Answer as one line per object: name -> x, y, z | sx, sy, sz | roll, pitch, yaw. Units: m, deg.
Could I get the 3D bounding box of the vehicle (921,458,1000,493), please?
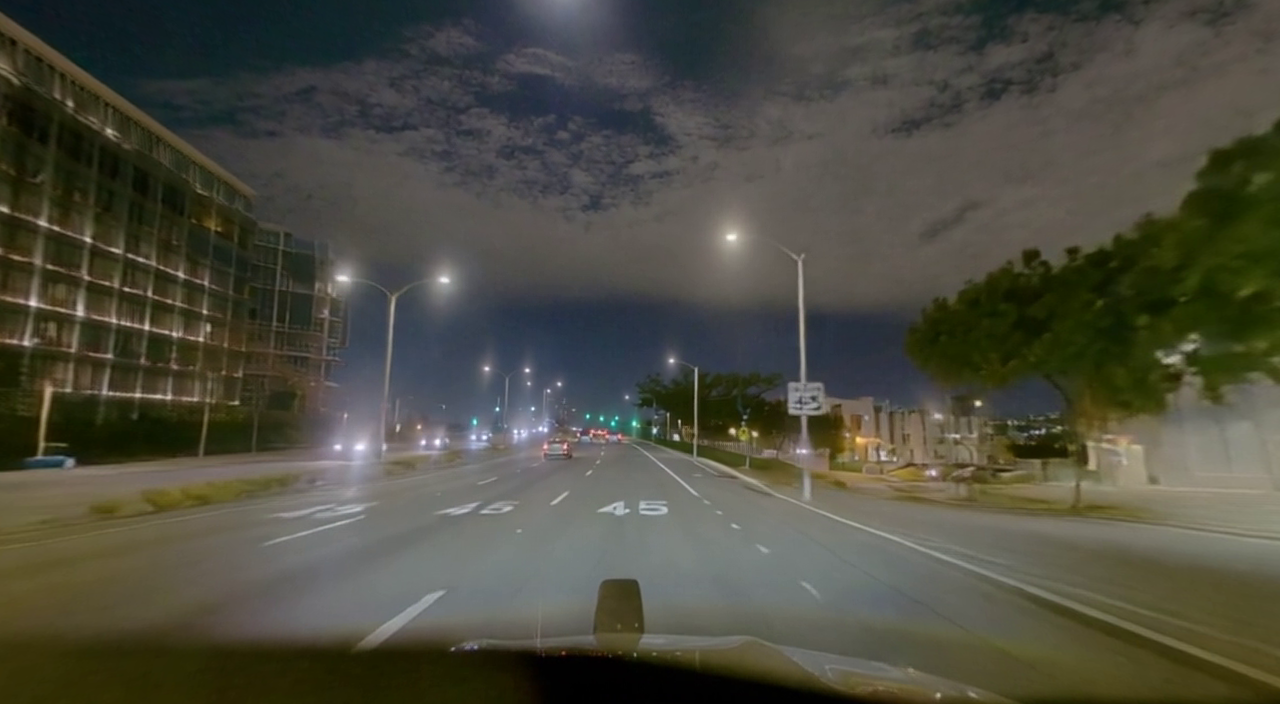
vehicle -> 23.466, 9.067, 46.386 | 4.619, 1.807, 2.224 | 6, -16, 4

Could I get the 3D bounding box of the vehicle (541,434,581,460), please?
vehicle -> -4.811, 5.872, 39.041 | 2.025, 1.474, 4.292 | 1, -8, -1

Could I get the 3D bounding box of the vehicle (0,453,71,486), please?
vehicle -> -32.832, 6.209, 33.553 | 1.724, 1.409, 3.666 | 0, -6, 3

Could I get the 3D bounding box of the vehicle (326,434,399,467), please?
vehicle -> -15.612, 5.545, 35.830 | 1.972, 1.715, 4.521 | 0, -8, 1
